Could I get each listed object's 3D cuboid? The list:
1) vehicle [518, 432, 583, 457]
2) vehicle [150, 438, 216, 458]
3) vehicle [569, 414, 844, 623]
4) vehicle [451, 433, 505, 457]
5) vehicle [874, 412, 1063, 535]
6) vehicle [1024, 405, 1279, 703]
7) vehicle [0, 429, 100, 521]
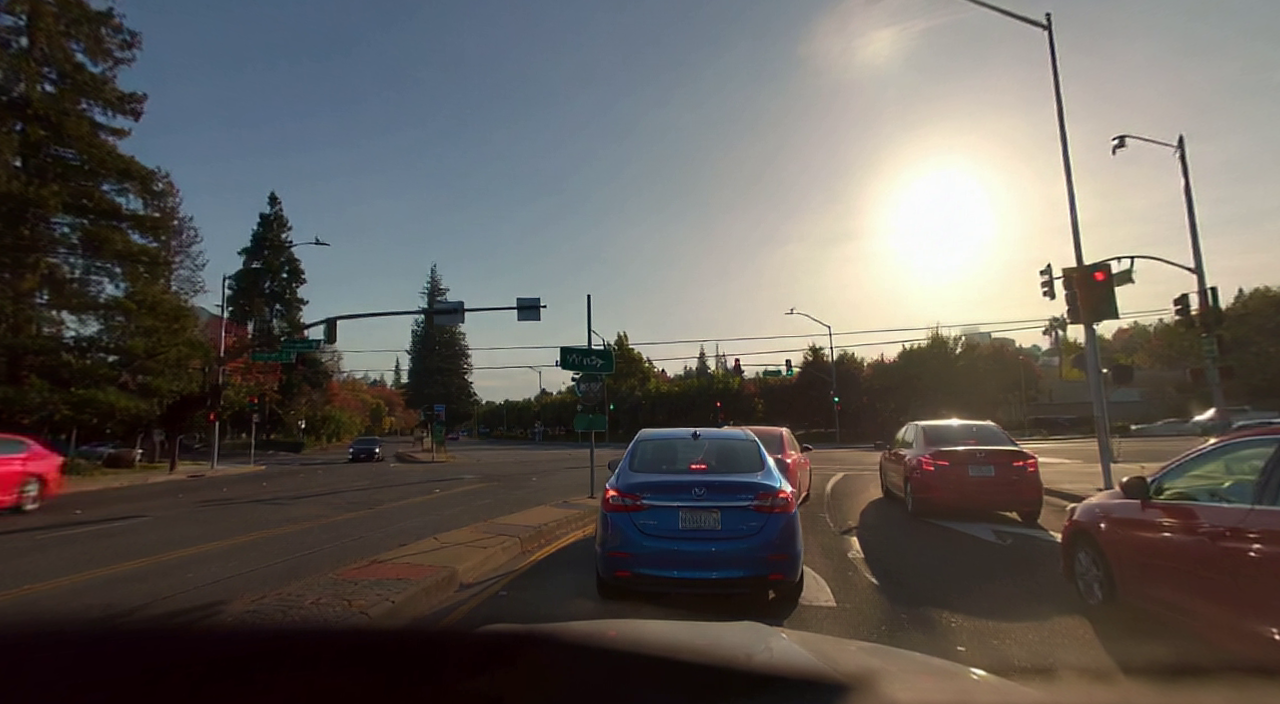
[{"bbox_3d":[-5.956,6.101,41.532,1.932,1.573,4.509,8,-12,-44],"label":"vehicle"},{"bbox_3d":[-35.377,7.440,48.645,1.652,1.433,3.733,-7,-11,40],"label":"vehicle"},{"bbox_3d":[0.856,1.502,6.689,2.052,1.483,3.928,-2,-8,12],"label":"vehicle"},{"bbox_3d":[-12.449,7.118,48.201,1.972,1.705,4.457,8,-11,-44],"label":"vehicle"},{"bbox_3d":[5.538,2.060,11.287,2.102,1.717,4.373,-2,-9,16],"label":"vehicle"},{"bbox_3d":[4.254,1.063,3.380,1.954,1.508,4.441,-1,-8,6],"label":"vehicle"},{"bbox_3d":[-11.204,1.956,9.940,1.976,1.458,4.645,2,-8,-13],"label":"vehicle"}]
